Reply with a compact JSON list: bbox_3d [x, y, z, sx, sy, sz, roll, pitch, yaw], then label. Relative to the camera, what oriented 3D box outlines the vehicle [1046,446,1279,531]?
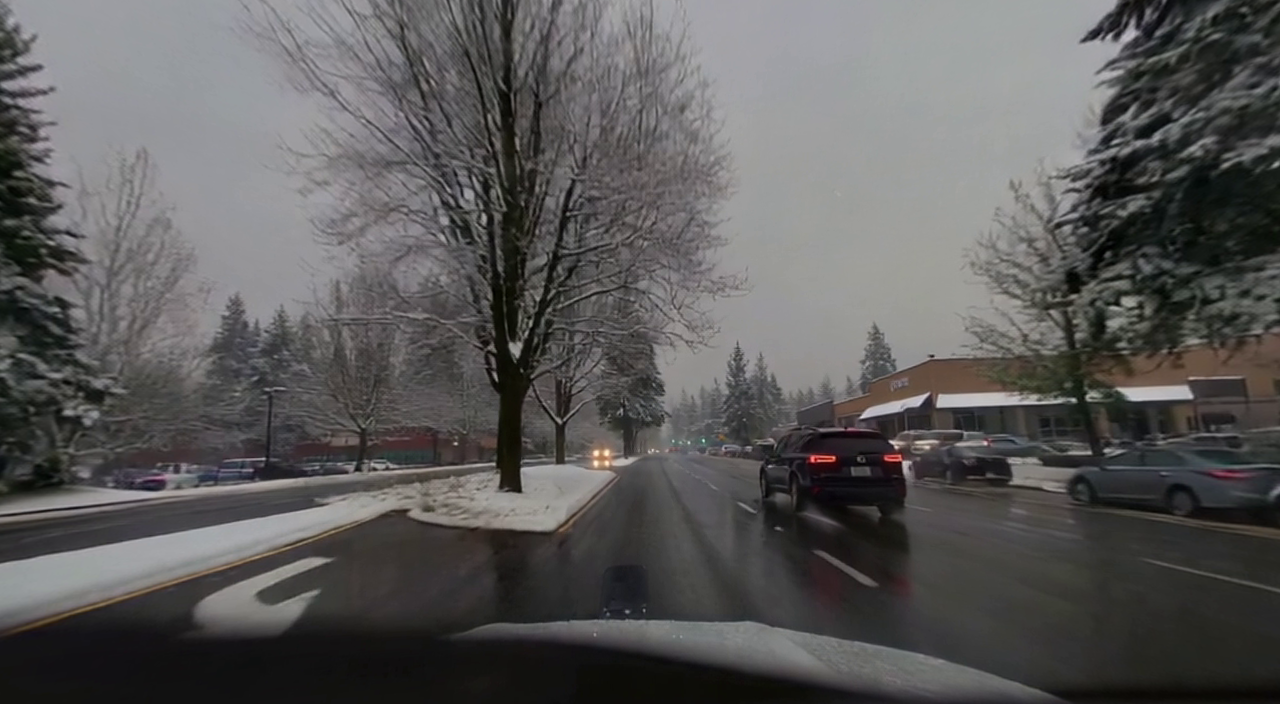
[{"bbox_3d":[10.925,2.715,13.279,1.821,1.463,4.437,0,-8,1],"label":"vehicle"}]

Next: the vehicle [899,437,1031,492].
[{"bbox_3d":[10.968,3.799,21.719,2.154,1.678,4.428,0,-9,0],"label":"vehicle"}]

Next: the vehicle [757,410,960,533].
[{"bbox_3d":[3.711,2.139,11.808,2.183,1.845,4.482,0,-8,0],"label":"vehicle"}]

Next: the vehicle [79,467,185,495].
[{"bbox_3d":[-29.448,7.466,36.634,4.483,1.480,2.045,-1,-9,4],"label":"vehicle"}]
